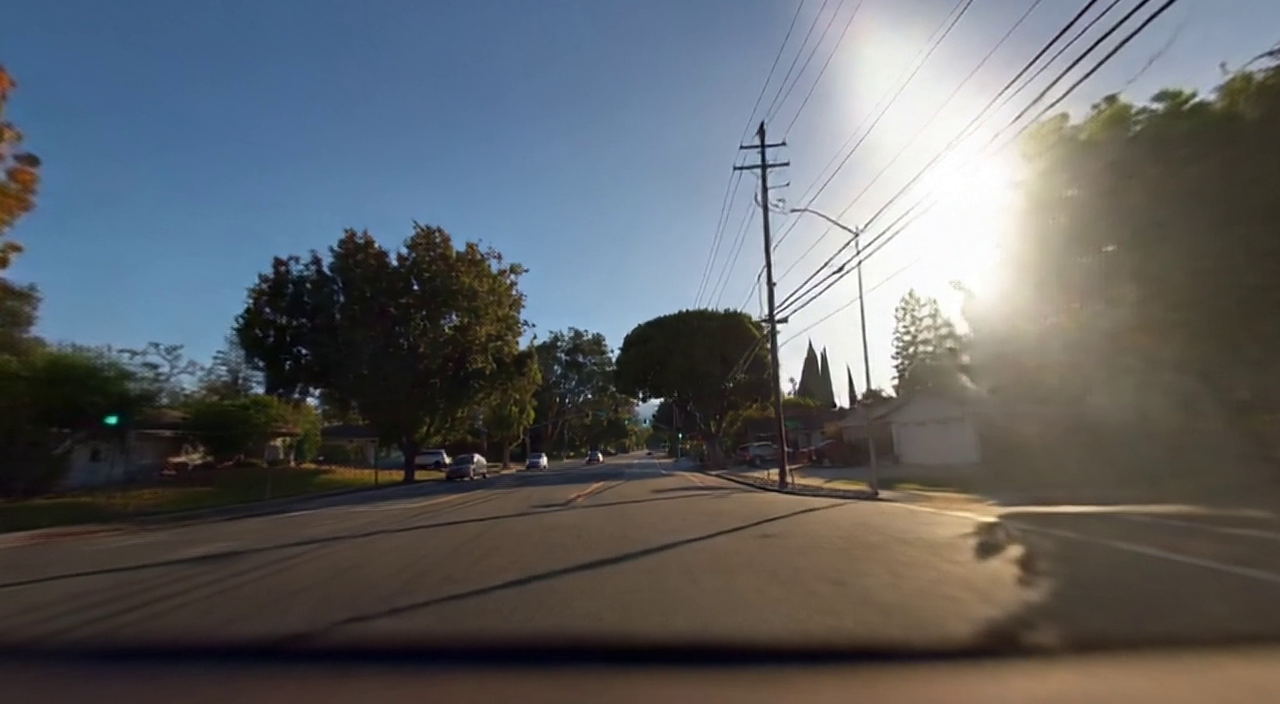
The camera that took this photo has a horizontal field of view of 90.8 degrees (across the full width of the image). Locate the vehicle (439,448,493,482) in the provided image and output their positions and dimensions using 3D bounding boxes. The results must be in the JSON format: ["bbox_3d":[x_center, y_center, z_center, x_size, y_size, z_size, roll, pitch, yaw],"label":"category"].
[{"bbox_3d":[-10.999,7.137,40.306,2.024,1.795,5.054,-6,-9,-2],"label":"vehicle"}]

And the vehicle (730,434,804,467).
[{"bbox_3d":[9.941,7.645,49.353,5.565,2.036,1.907,-1,-5,-26],"label":"vehicle"}]
